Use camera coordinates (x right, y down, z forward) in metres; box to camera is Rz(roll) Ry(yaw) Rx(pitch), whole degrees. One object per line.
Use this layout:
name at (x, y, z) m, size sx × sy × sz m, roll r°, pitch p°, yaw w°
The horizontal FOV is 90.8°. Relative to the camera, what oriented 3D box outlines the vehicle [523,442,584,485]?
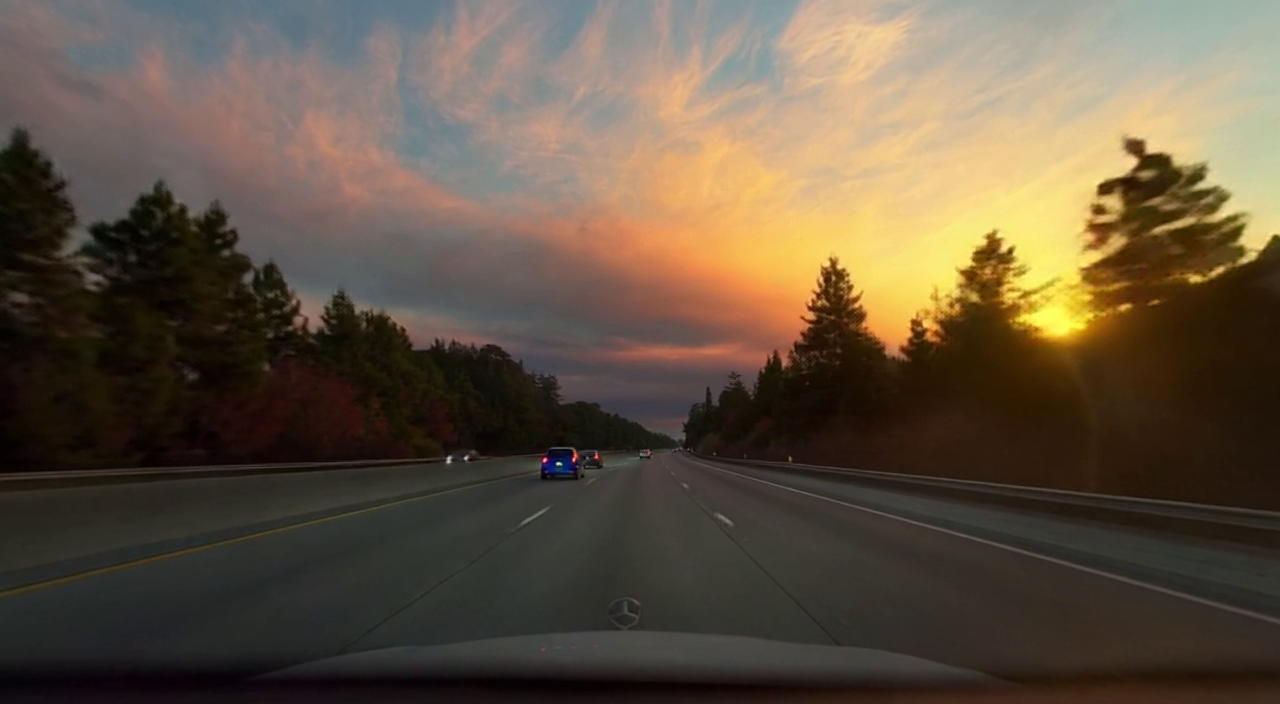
vehicle at (-3.378, 4.447, 25.410) m, size 1.846 × 1.600 × 4.108 m, roll 0°, pitch -9°, yaw 1°
